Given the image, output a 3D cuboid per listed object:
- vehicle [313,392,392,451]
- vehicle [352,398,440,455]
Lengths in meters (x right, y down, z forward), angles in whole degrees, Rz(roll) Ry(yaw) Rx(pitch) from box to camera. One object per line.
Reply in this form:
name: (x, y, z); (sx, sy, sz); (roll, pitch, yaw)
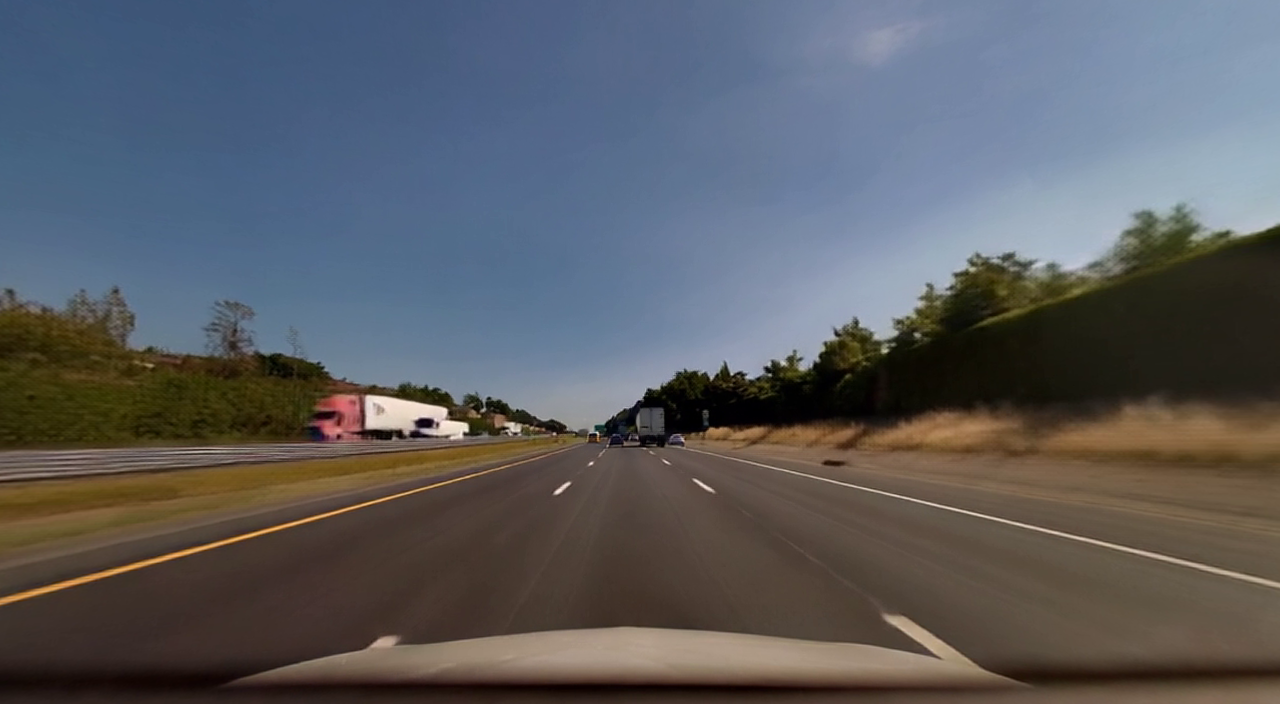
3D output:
vehicle: (-20.438, 5.035, 45.195); (2.988, 3.962, 5.807); (0, -8, -2)
vehicle: (-15.775, 4.952, 41.376); (2.845, 3.395, 7.669); (0, -8, -2)
